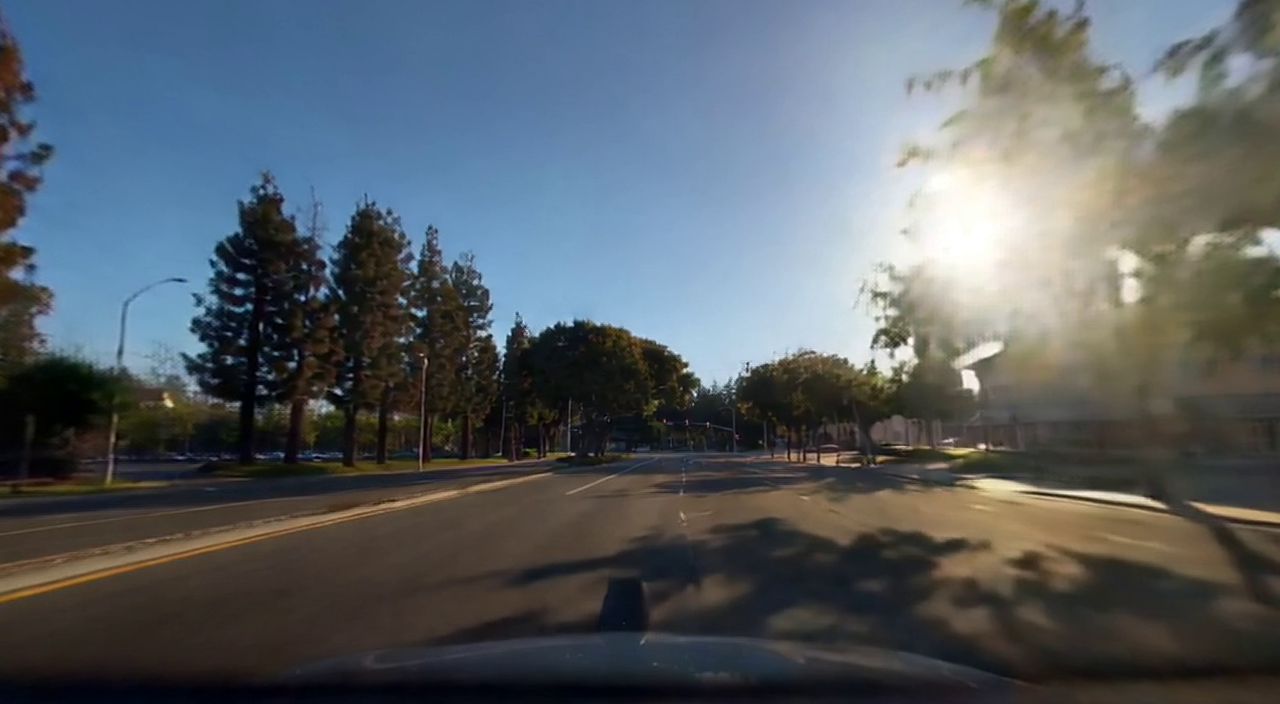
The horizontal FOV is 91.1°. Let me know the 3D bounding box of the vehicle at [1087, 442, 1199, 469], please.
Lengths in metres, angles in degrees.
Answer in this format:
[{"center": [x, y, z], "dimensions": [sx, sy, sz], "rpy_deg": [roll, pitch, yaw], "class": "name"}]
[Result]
[{"center": [27.971, 5.748, 35.046], "dimensions": [4.440, 1.378, 1.936], "rpy_deg": [0, -7, 6], "class": "vehicle"}]
